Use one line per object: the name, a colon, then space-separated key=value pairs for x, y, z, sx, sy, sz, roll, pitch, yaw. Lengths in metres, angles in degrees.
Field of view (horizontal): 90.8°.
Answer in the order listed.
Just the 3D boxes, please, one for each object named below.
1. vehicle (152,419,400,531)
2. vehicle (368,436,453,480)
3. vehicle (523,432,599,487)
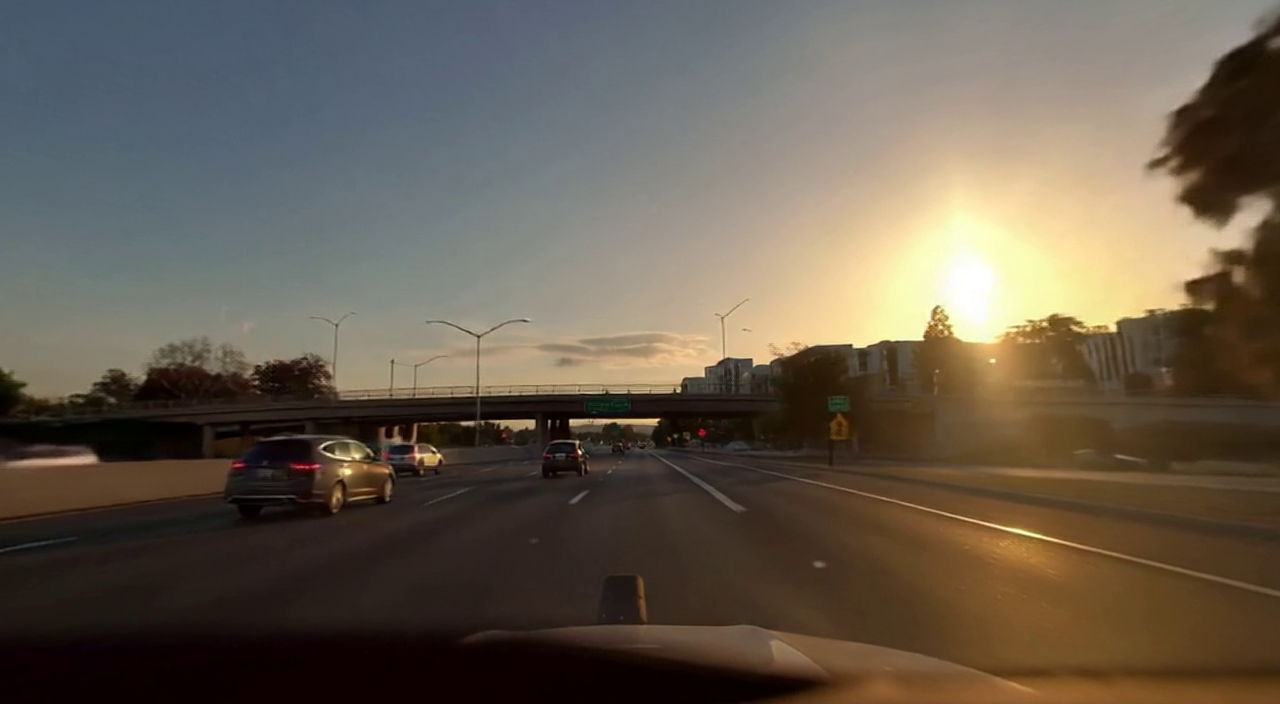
vehicle: x=-6.761 y=2.322 z=12.570 sx=2.015 sy=1.762 sz=4.790 roll=0 pitch=-8 yaw=1
vehicle: x=-10.030 y=4.673 z=28.064 sx=1.969 sy=1.759 sz=4.758 roll=0 pitch=-8 yaw=0
vehicle: x=-2.608 y=3.687 z=21.990 sx=2.027 sy=1.697 sz=4.307 roll=0 pitch=-8 yaw=1
